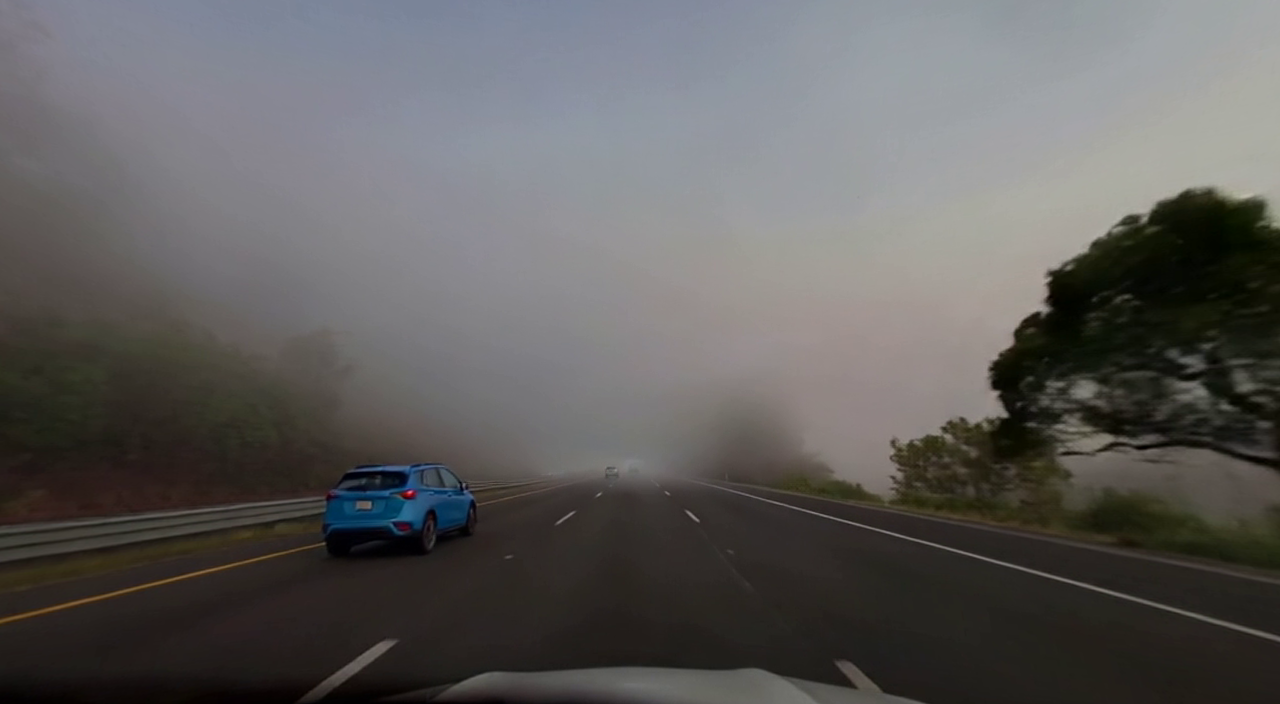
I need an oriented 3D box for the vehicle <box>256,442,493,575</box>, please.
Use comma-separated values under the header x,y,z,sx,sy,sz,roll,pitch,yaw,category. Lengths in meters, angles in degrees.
x,y,z,sx,sy,sz,roll,pitch,yaw,category
-3.653,2.245,9.619,1.797,1.532,4.072,1,-10,0,vehicle
